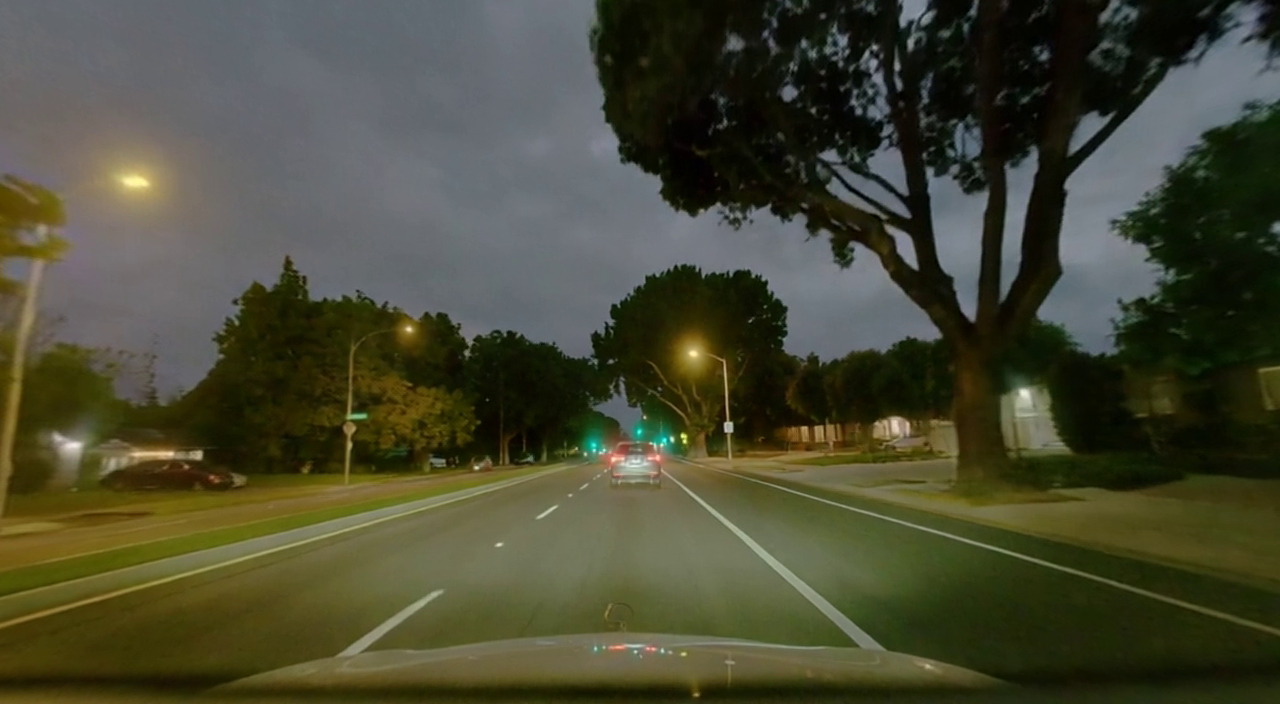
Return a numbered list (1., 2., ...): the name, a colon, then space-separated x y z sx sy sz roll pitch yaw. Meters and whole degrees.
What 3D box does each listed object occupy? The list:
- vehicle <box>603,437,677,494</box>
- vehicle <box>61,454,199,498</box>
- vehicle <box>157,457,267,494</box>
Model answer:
1. vehicle: -0.026 3.627 20.628 2.181 1.639 4.127 0 -9 -1
2. vehicle: -23.786 5.755 29.598 4.866 1.614 1.911 -4 -8 0
3. vehicle: -21.798 6.297 32.305 4.241 1.500 1.956 -4 -9 0
